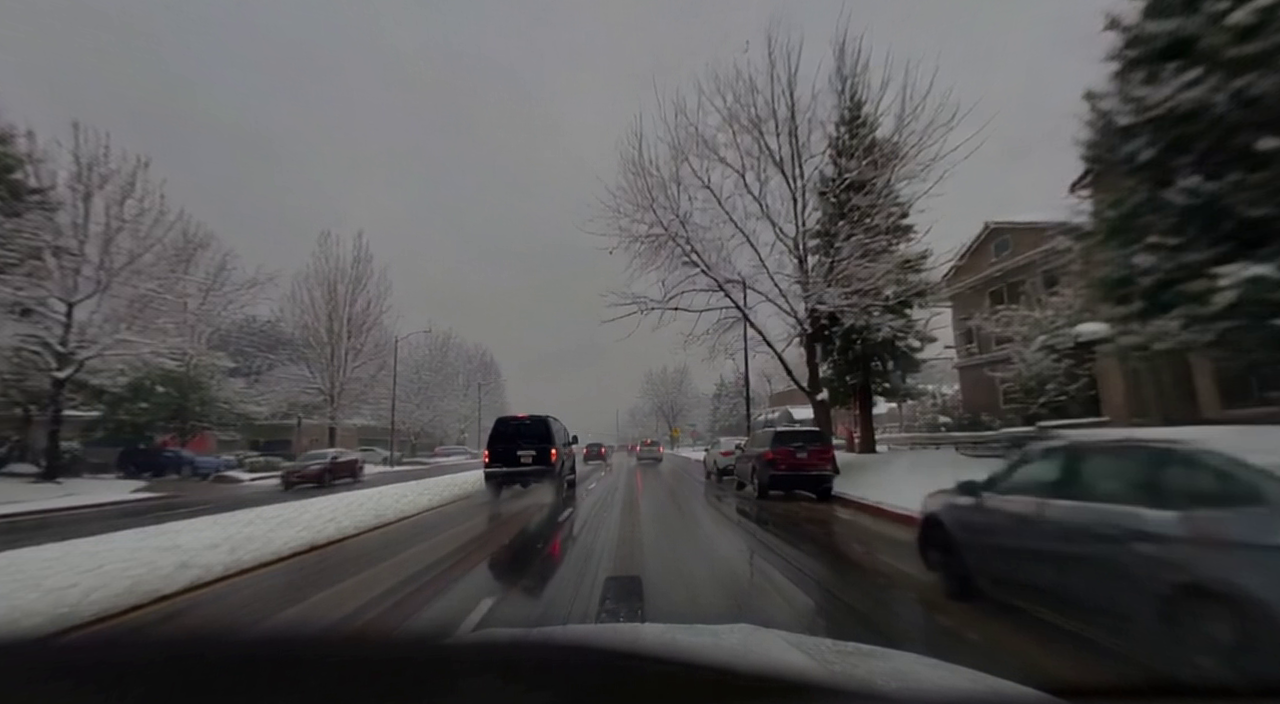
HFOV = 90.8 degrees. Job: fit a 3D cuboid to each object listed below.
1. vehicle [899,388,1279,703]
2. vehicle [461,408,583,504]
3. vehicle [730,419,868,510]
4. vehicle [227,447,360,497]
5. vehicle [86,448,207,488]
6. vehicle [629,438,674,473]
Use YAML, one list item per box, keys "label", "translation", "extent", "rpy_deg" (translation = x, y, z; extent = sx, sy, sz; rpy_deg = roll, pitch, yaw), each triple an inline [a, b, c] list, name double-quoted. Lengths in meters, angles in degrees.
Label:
- label: "vehicle"
  translation: [3.749, 1.132, 3.851]
  extent: [2.047, 1.584, 5.135]
  rpy_deg: [0, -9, -1]
- label: "vehicle"
  translation: [-2.881, 2.723, 16.793]
  extent: [2.213, 2.123, 5.124]
  rpy_deg: [0, -9, 0]
- label: "vehicle"
  translation: [3.661, 2.709, 15.613]
  extent: [2.090, 1.861, 4.805]
  rpy_deg: [0, -9, -1]
- label: "vehicle"
  translation: [-12.730, 4.392, 23.739]
  extent: [2.006, 1.643, 5.272]
  rpy_deg: [0, -9, 0]
- label: "vehicle"
  translation: [-25.075, 5.874, 32.439]
  extent: [2.095, 1.862, 5.261]
  rpy_deg: [1, -9, -3]
- label: "vehicle"
  translation: [0.536, 5.284, 32.499]
  extent: [2.126, 1.657, 4.132]
  rpy_deg: [0, -9, 0]
